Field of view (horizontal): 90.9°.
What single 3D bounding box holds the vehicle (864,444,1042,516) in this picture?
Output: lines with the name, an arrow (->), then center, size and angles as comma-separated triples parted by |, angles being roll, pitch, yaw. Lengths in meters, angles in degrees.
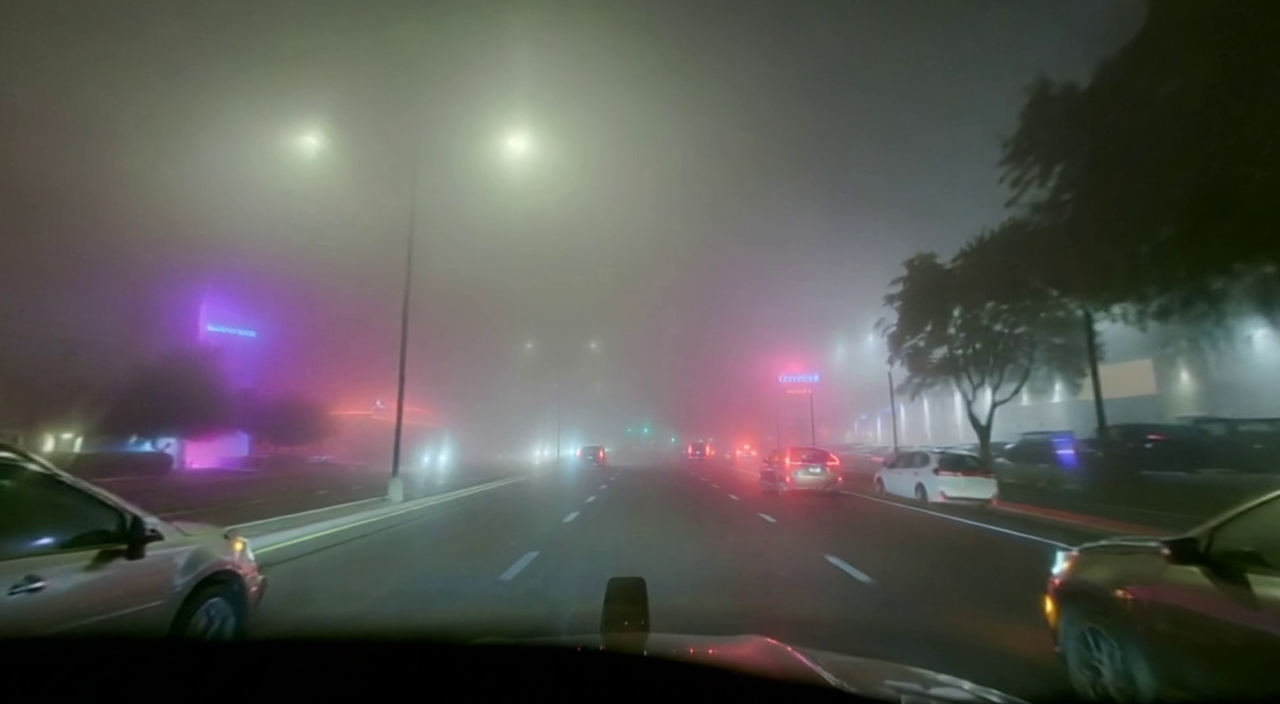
vehicle -> 7.377, 3.021, 15.513 | 1.976, 1.469, 4.576 | 0, -8, -1

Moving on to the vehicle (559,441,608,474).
vehicle -> -2.737, 5.210, 31.384 | 1.917, 1.511, 4.436 | -1, -8, 1

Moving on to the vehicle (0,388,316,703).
vehicle -> -3.328, 0.831, 1.788 | 2.155, 1.504, 4.776 | -1, -8, 2

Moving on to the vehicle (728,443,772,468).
vehicle -> 7.535, 7.135, 43.664 | 1.918, 1.598, 4.536 | 0, -8, -4

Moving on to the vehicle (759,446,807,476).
vehicle -> 7.543, 5.764, 33.559 | 1.654, 1.440, 3.647 | 0, -8, -1

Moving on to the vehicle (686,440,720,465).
vehicle -> 4.487, 7.268, 45.636 | 2.007, 1.683, 4.171 | 0, -8, -1

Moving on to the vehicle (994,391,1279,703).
vehicle -> 3.315, 0.823, 1.809 | 1.981, 1.499, 4.536 | 0, -8, 1
